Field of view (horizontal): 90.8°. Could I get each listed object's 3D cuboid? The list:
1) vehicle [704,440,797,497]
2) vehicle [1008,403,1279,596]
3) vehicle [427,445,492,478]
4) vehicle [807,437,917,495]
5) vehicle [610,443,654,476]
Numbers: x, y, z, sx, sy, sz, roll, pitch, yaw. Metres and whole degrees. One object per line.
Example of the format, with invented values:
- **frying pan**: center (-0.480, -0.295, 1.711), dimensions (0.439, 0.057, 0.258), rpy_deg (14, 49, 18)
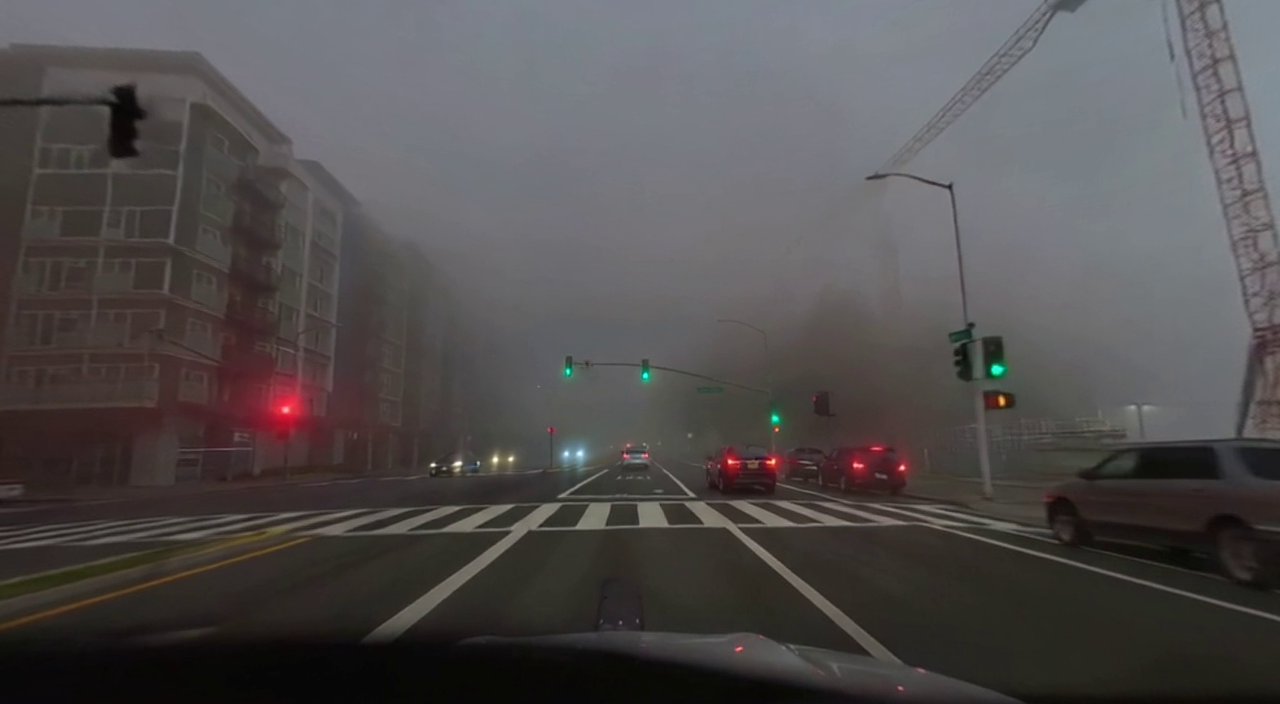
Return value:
- **vehicle**: center (3.095, 3.351, 18.566), dimensions (1.910, 1.474, 4.003), rpy_deg (0, -9, -1)
- **vehicle**: center (7.245, 1.670, 7.759), dimensions (2.125, 1.838, 5.555), rpy_deg (0, -9, 0)
- **vehicle**: center (-8.750, 5.329, 31.001), dimensions (1.902, 1.503, 4.240), rpy_deg (0, -9, 0)
- **vehicle**: center (7.340, 3.803, 21.466), dimensions (2.031, 1.708, 4.567), rpy_deg (0, -9, -1)
- **vehicle**: center (-0.356, 5.147, 30.553), dimensions (2.006, 1.487, 3.535), rpy_deg (0, -9, 0)
